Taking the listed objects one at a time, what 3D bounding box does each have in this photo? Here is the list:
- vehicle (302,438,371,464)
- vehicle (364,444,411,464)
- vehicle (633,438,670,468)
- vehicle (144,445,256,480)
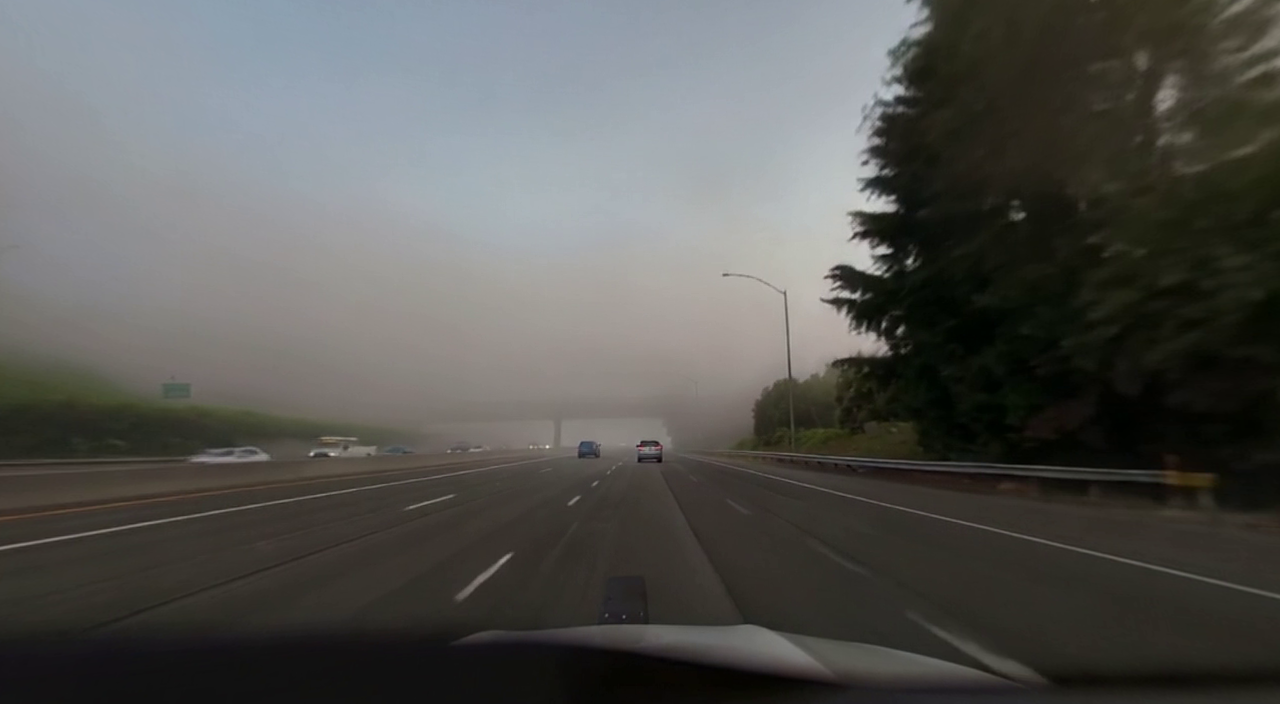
[{"bbox_3d":[-23.348,7.641,48.824,2.204,1.850,5.937,0,-8,2],"label":"vehicle"},{"bbox_3d":[-19.495,7.854,48.898,1.838,1.449,4.217,0,-8,1],"label":"vehicle"},{"bbox_3d":[0.646,5.904,37.152,2.010,1.637,4.940,0,-8,0],"label":"vehicle"},{"bbox_3d":[-20.052,5.034,29.038,1.915,1.439,4.467,0,-8,0],"label":"vehicle"}]
